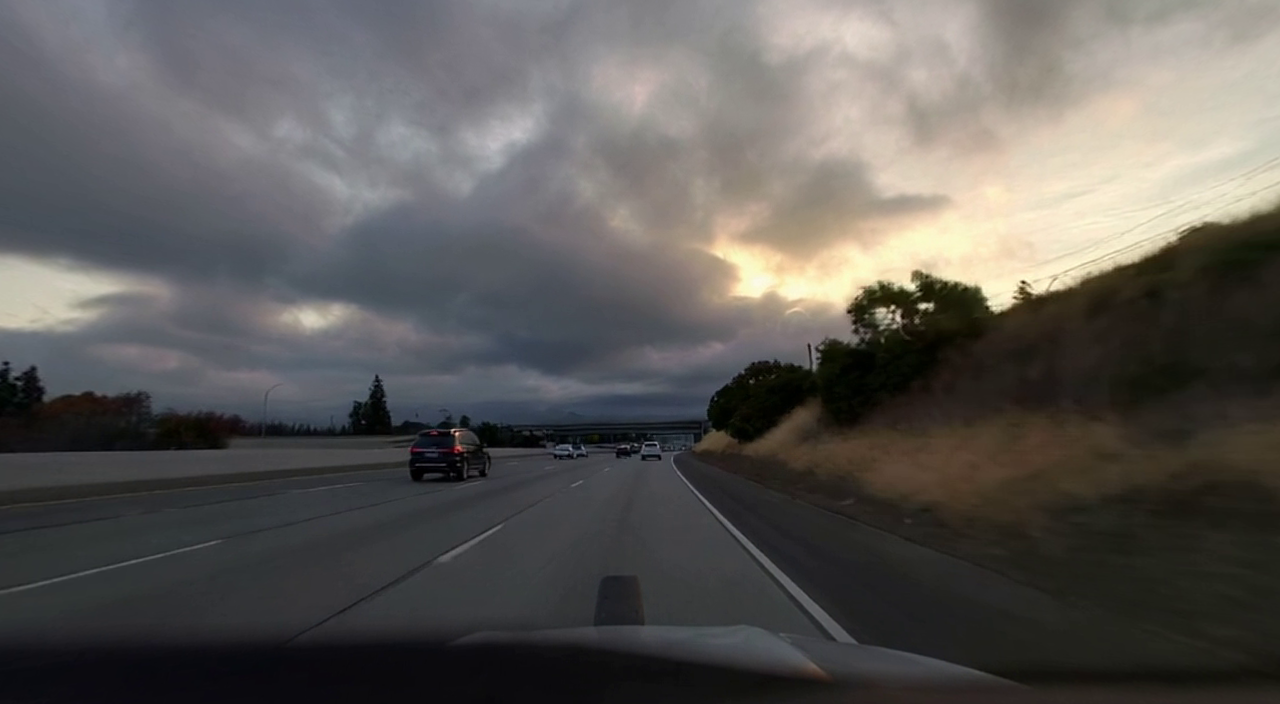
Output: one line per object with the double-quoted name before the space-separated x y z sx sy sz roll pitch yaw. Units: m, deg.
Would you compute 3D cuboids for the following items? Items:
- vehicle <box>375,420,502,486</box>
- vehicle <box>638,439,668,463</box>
"vehicle" -6.756 3.495 21.999 2.438 1.967 5.596 0 -8 1
"vehicle" 0.916 7.378 47.142 2.141 1.706 4.065 0 -8 0
